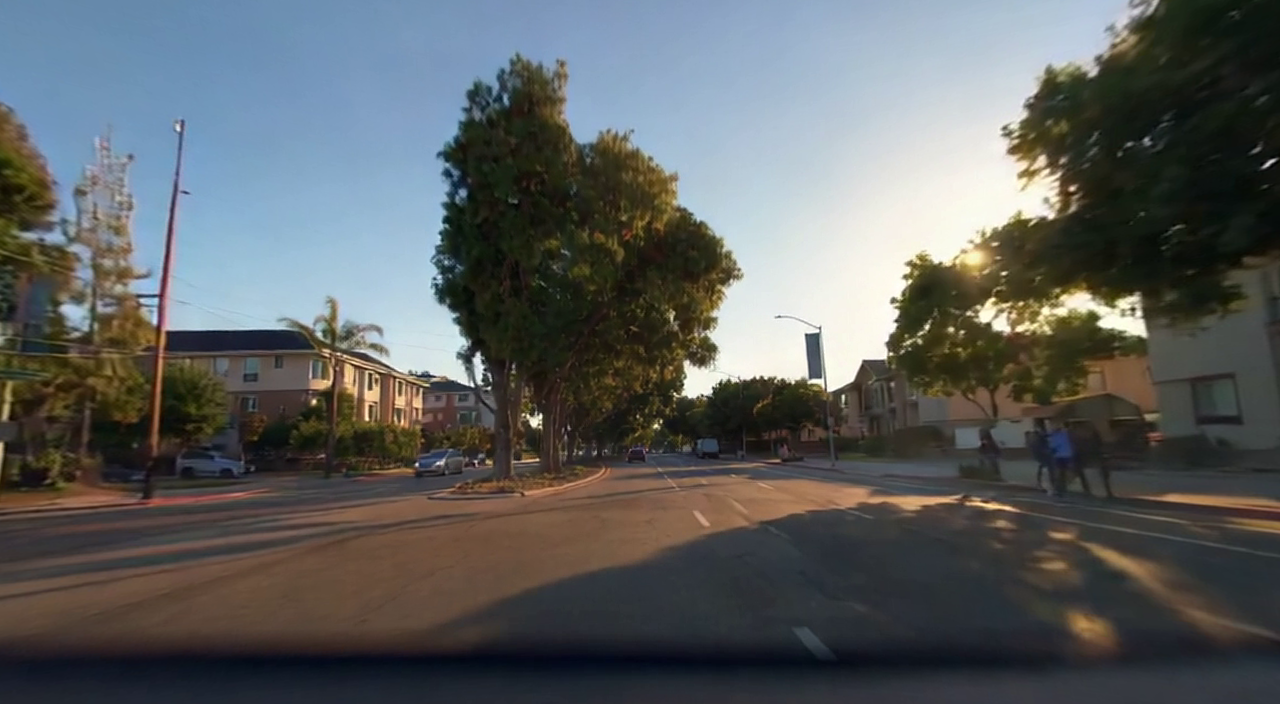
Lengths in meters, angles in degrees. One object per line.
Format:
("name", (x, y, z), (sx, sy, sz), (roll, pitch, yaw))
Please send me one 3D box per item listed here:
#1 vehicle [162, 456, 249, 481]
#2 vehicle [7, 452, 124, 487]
("vehicle", (-29.019, 7.785, 42.354), (1.898, 1.489, 4.667), (-2, -9, 13))
("vehicle", (-35.346, 7.214, 39.100), (2.094, 1.839, 5.001), (-4, -9, 11))
